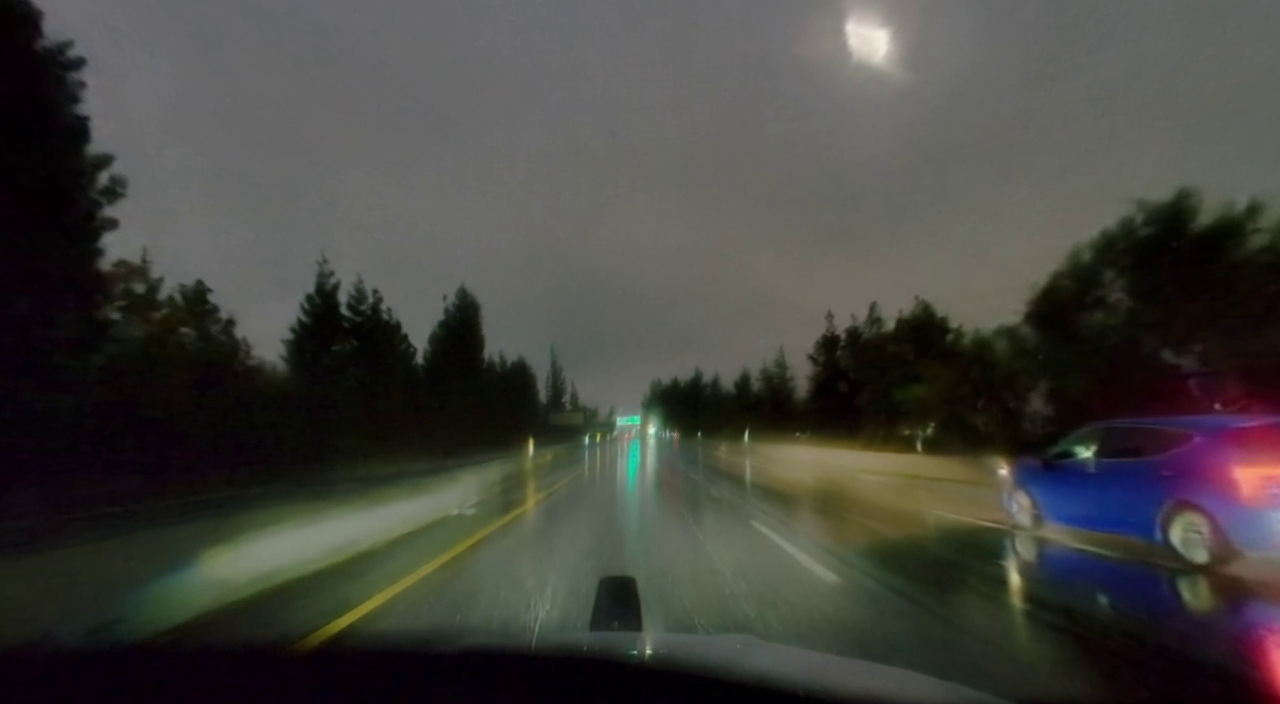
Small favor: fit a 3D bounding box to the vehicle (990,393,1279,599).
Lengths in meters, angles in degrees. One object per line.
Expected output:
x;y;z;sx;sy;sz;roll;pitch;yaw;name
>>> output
6.399;1.411;6.803;2.273;1.698;4.863;0;-8;-2;vehicle
